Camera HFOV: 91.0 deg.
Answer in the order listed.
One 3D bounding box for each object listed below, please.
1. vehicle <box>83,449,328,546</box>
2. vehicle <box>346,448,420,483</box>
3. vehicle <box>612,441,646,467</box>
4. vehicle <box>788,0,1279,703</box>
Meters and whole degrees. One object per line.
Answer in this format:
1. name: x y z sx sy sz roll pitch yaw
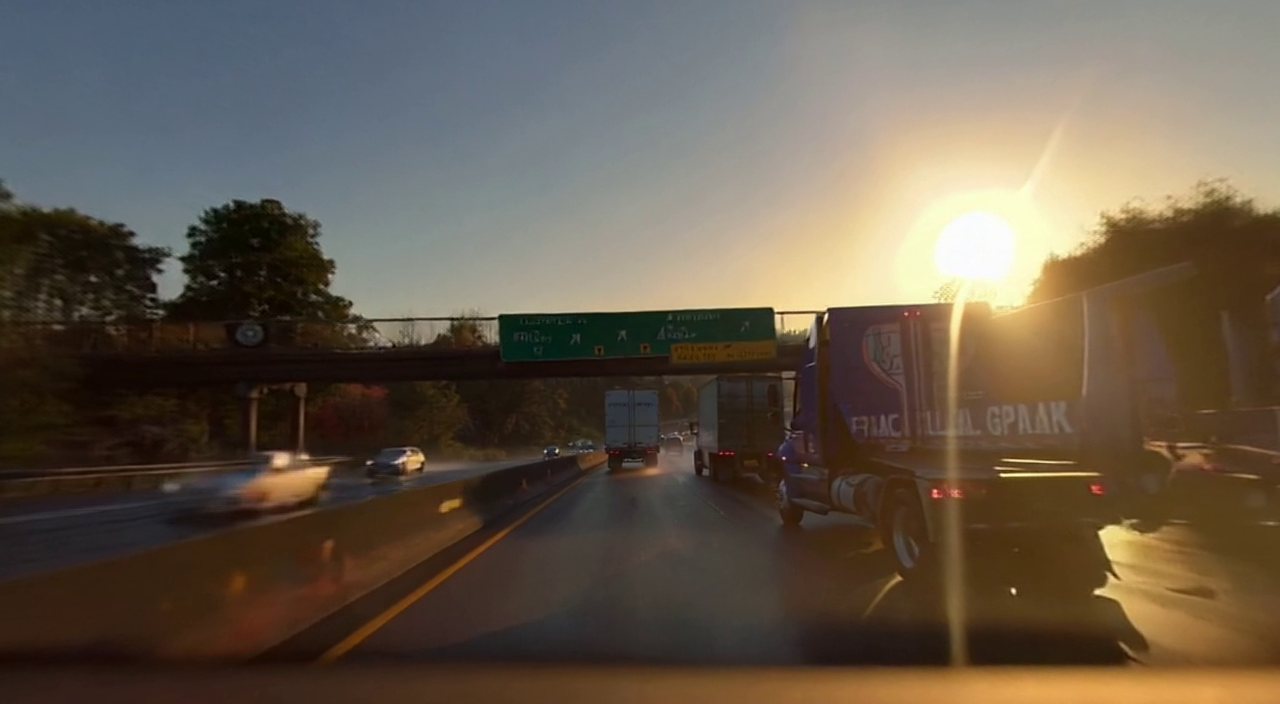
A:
1. vehicle: -8.376 2.776 12.731 1.986 1.522 4.181 -1 -8 -1
2. vehicle: -12.442 5.488 30.697 1.995 1.524 3.877 -1 -8 -1
3. vehicle: -0.661 6.068 37.662 1.943 1.491 3.459 0 -8 -1
4. vehicle: 4.237 0.232 6.796 2.853 4.086 9.078 0 -8 -1
